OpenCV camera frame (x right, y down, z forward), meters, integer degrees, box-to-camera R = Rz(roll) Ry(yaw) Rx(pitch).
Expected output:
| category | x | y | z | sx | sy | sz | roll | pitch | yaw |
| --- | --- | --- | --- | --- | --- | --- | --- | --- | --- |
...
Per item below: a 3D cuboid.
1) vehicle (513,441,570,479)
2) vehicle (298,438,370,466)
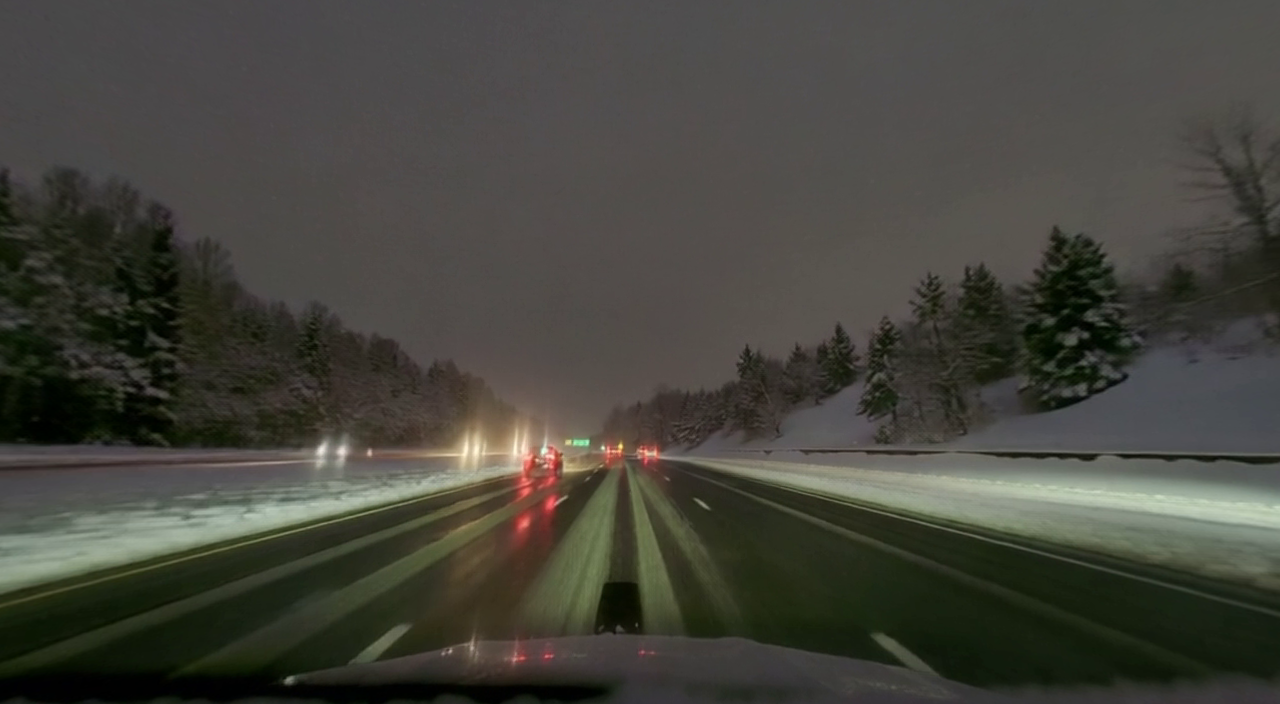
| category | x | y | z | sx | sy | sz | roll | pitch | yaw |
| --- | --- | --- | --- | --- | --- | --- | --- | --- | --- |
| vehicle | -4.488 | 4.998 | 29.156 | 2.071 | 1.615 | 3.868 | 0 | -9 | -1 |
| vehicle | -18.042 | 5.930 | 37.271 | 1.921 | 1.525 | 4.846 | 0 | -9 | -1 |
